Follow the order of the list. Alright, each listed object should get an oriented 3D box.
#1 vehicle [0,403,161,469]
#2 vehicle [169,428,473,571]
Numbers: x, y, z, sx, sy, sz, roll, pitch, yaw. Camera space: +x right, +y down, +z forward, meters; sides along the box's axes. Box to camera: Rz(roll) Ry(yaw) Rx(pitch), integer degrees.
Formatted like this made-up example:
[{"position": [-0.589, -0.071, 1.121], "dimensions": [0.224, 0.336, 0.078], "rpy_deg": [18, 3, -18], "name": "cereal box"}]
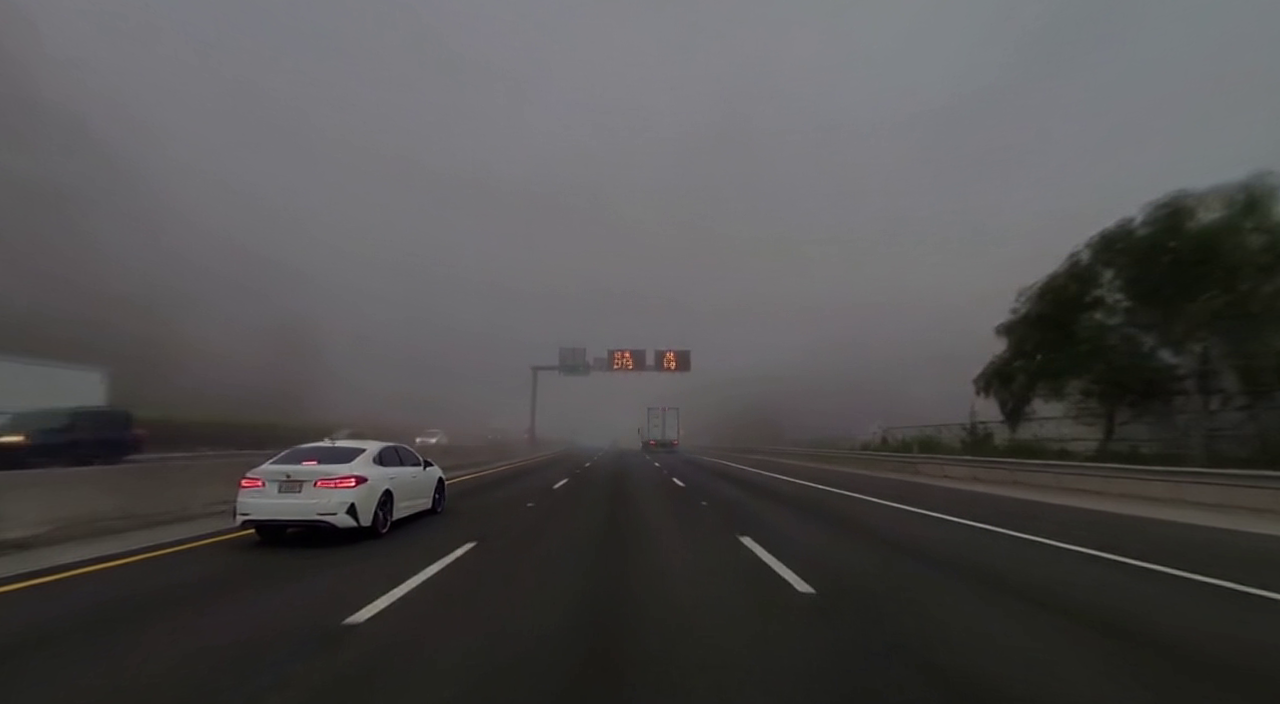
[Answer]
[{"position": [-16.229, 2.370, 17.606], "dimensions": [2.198, 1.601, 4.448], "rpy_deg": [0, -8, -1], "name": "vehicle"}, {"position": [-3.885, 1.825, 8.757], "dimensions": [1.971, 1.444, 4.401], "rpy_deg": [0, -8, -1], "name": "vehicle"}]
